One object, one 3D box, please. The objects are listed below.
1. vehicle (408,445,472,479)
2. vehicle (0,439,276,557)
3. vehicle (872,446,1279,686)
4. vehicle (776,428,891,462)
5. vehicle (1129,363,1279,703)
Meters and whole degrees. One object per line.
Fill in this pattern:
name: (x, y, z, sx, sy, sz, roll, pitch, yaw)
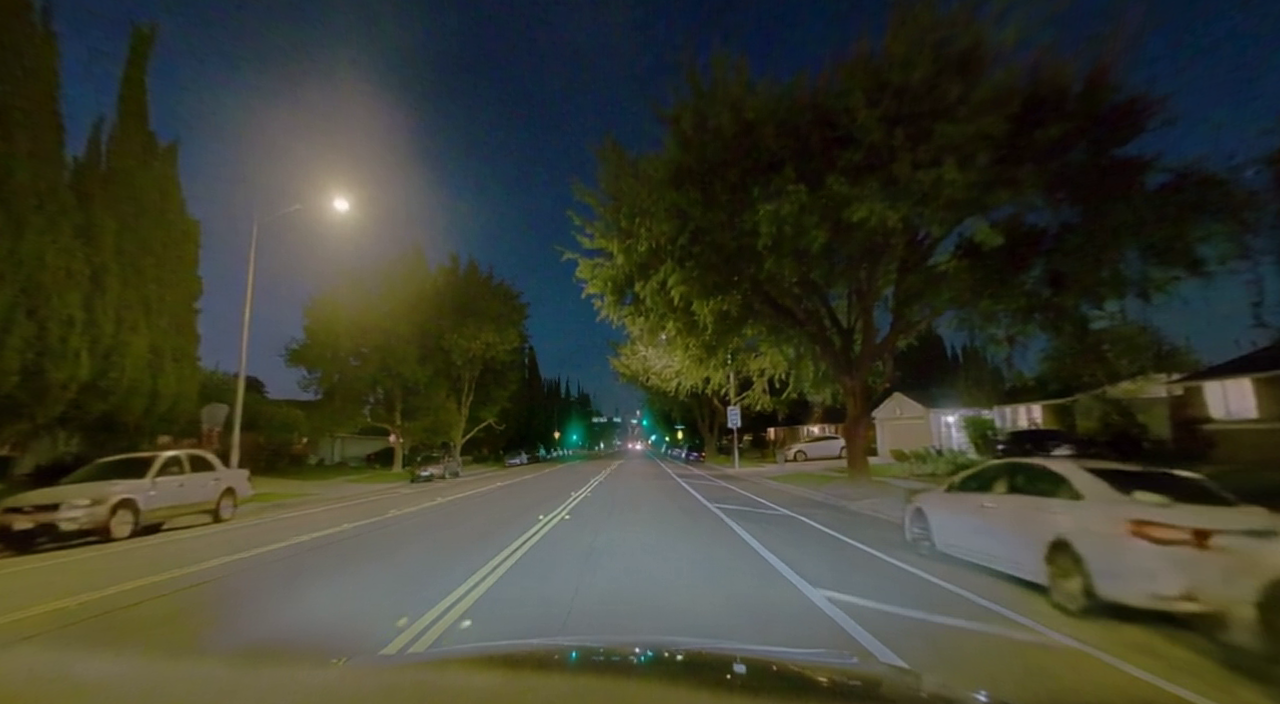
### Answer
vehicle: (-10.908, 6.066, 34.790, 2.082, 1.661, 4.403, -2, -10, 0)
vehicle: (-10.723, 2.926, 13.718, 2.338, 1.871, 5.795, -4, -8, -1)
vehicle: (4.216, 1.651, 6.278, 1.905, 1.403, 4.849, 0, -8, -1)
vehicle: (12.474, 6.055, 41.067, 6.619, 1.884, 2.225, -2, -8, 0)
vehicle: (4.190, 0.744, 1.431, 2.254, 1.812, 4.817, 0, -8, 0)
